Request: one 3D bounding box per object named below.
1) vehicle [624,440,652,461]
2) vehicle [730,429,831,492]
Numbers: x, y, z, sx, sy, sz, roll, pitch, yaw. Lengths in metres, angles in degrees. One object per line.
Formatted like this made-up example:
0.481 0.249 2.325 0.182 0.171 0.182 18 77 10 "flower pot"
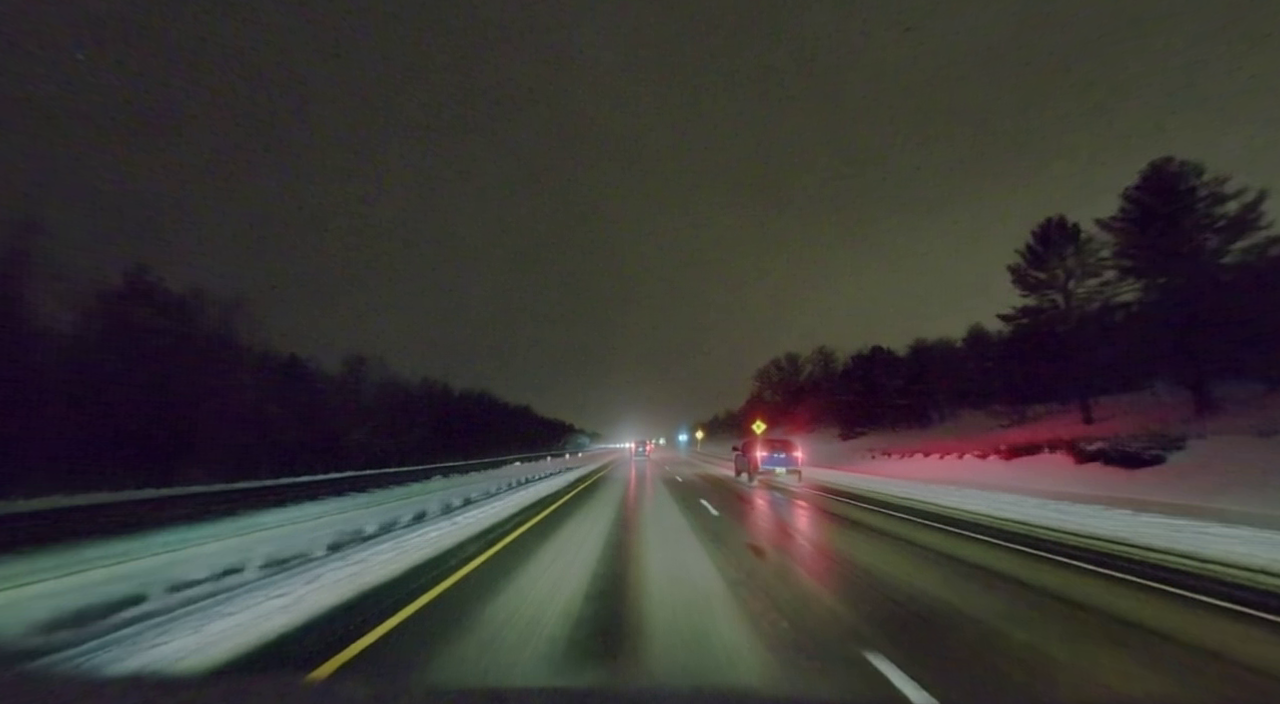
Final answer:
-0.112 7.404 47.391 2.009 1.554 4.013 0 -8 1 "vehicle"
3.921 3.104 18.300 2.037 1.609 4.036 0 -8 1 "vehicle"
